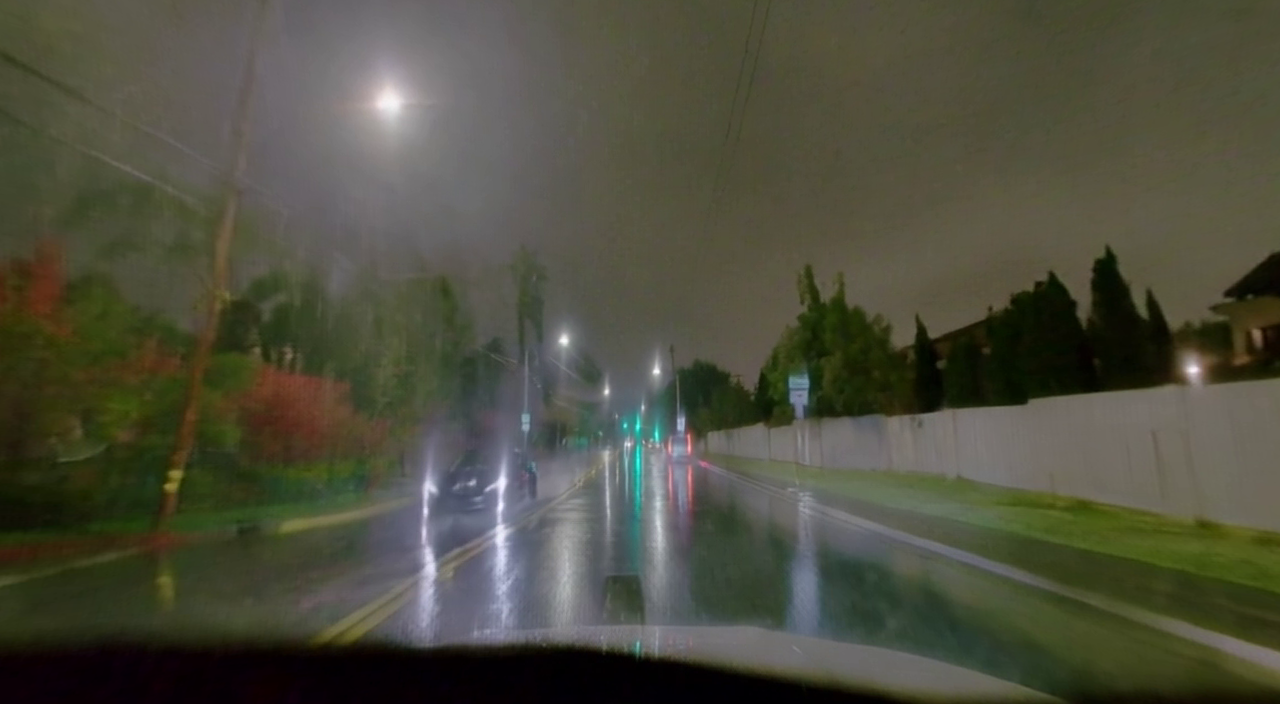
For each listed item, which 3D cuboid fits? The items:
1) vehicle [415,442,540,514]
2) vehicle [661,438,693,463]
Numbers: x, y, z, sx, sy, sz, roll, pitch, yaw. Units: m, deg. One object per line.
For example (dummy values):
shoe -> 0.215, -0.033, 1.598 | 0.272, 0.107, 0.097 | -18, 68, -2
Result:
vehicle -> -3.737, 2.956, 15.351 | 1.959, 1.473, 4.115 | 0, -9, 0
vehicle -> 2.750, 7.412, 47.584 | 2.086, 1.726, 4.384 | 0, -9, -1
